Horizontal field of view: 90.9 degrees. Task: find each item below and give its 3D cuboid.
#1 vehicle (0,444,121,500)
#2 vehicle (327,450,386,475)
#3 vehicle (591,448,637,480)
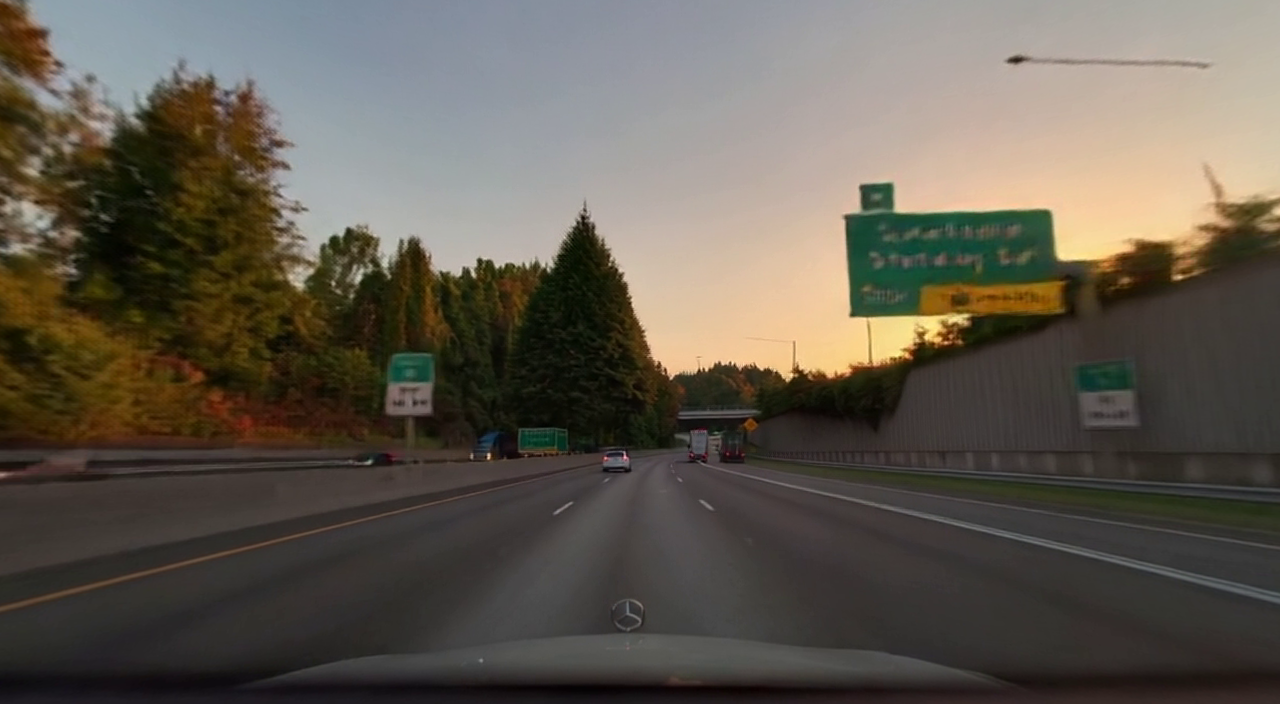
[{"bbox_3d":[-19.162,3.728,19.831,1.859,1.580,4.271,-1,-9,2],"label":"vehicle"},{"bbox_3d":[-19.086,7.440,42.628,1.845,1.560,4.095,-1,-9,5],"label":"vehicle"},{"bbox_3d":[-1.263,5.654,32.064,2.035,1.513,4.272,0,-9,1],"label":"vehicle"}]
